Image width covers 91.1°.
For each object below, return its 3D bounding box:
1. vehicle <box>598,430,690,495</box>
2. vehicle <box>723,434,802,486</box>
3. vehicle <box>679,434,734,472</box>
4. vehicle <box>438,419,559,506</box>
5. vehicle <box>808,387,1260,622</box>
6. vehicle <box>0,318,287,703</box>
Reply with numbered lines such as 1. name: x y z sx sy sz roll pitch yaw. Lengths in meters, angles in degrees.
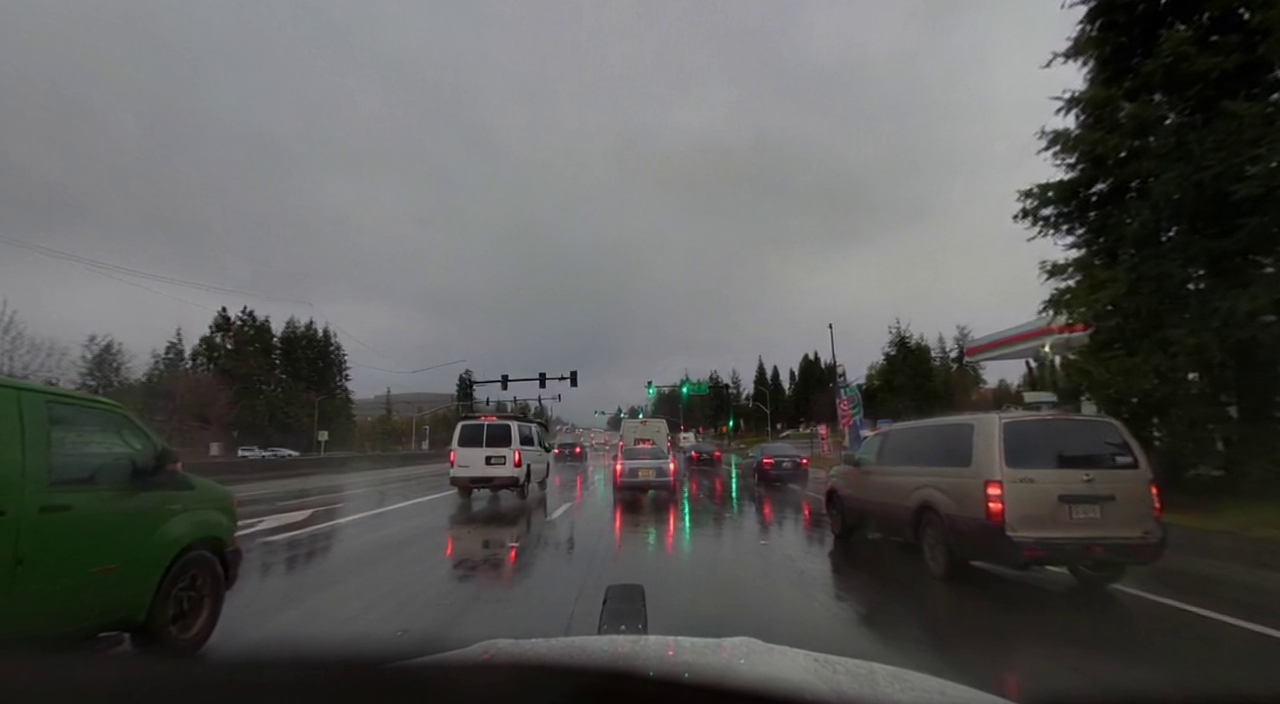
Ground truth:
1. vehicle: 0.073 3.338 19.444 2.426 1.703 5.602 0 -8 -1
2. vehicle: 4.385 3.920 23.179 2.119 1.696 4.623 0 -8 2
3. vehicle: 3.294 5.111 31.983 2.193 1.795 5.130 0 -8 0
4. vehicle: -3.509 2.863 16.694 2.025 1.936 4.995 0 -8 0
5. vehicle: 3.673 1.517 7.284 2.055 1.786 4.817 0 -8 -1
6. vehicle: -3.489 0.638 1.666 2.002 1.747 5.173 0 -8 1
